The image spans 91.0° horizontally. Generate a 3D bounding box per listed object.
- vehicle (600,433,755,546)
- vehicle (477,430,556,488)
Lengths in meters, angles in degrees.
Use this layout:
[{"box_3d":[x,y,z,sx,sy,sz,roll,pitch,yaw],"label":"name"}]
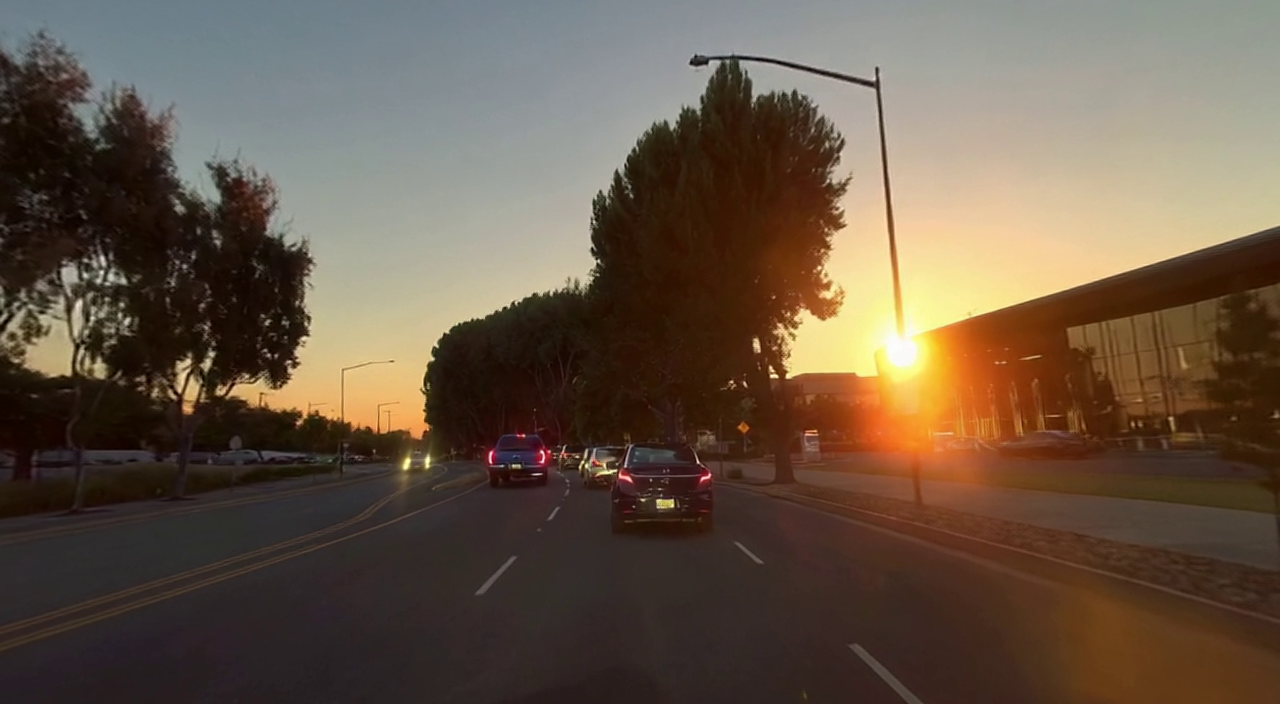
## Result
[{"box_3d":[0.394,2.211,10.818,2.142,1.528,4.133,0,-9,-4],"label":"vehicle"},{"box_3d":[-4.697,4.190,24.926,2.512,1.992,5.725,1,-9,-6],"label":"vehicle"}]
